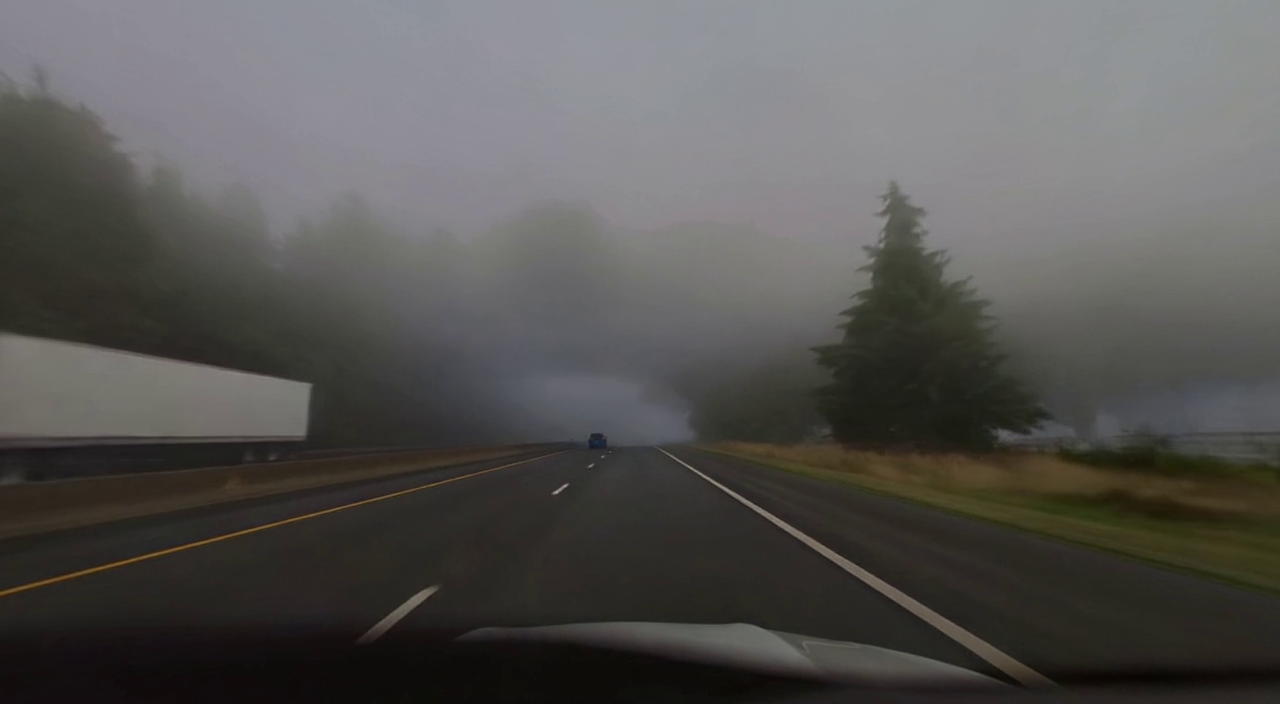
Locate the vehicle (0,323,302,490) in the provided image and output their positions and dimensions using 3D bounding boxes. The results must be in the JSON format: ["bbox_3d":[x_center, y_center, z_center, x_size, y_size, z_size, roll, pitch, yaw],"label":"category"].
[{"bbox_3d":[-17.086,2.146,21.423,2.947,4.005,15.108,0,-8,-1],"label":"vehicle"}]
